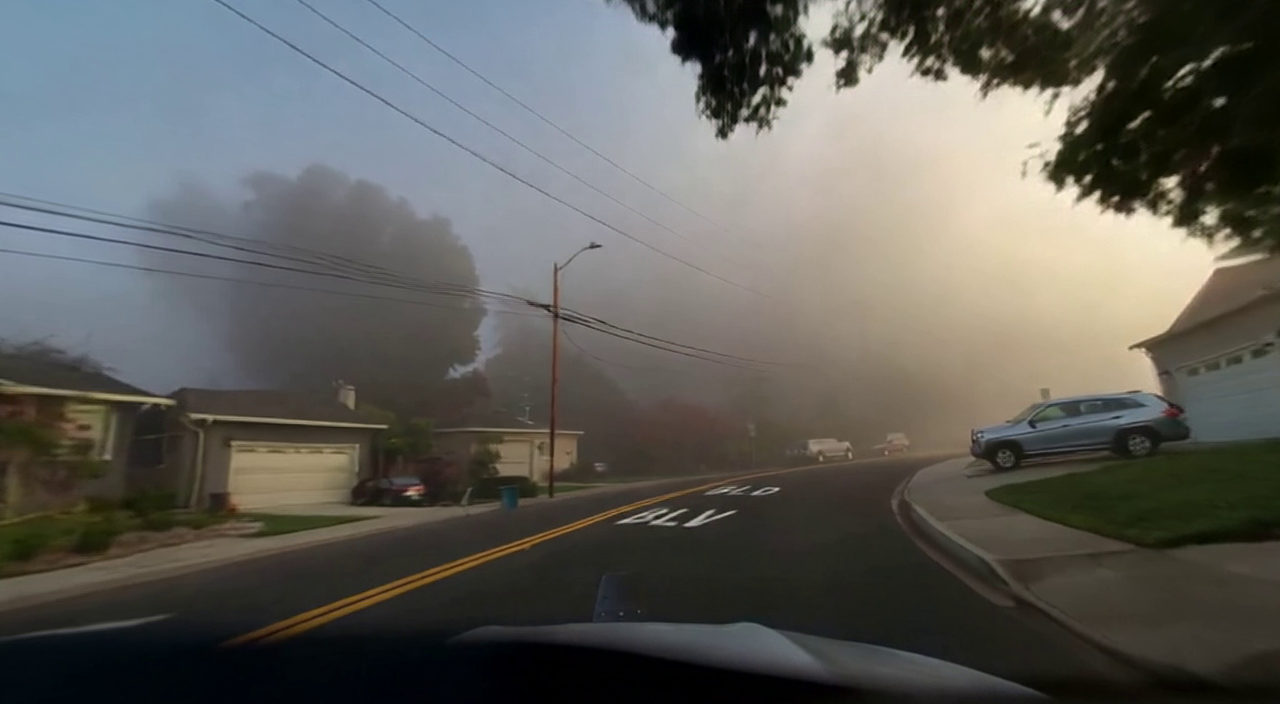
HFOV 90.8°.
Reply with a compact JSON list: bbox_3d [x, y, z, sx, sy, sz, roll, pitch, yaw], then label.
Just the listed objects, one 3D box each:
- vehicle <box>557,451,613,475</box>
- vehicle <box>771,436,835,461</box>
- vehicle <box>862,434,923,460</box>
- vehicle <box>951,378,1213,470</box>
[{"bbox_3d":[-3.791,7.526,42.993,3.697,1.489,1.842,-8,-11,44],"label":"vehicle"},{"bbox_3d":[12.349,7.339,48.196,2.155,1.802,4.758,4,-9,-25],"label":"vehicle"},{"bbox_3d":[18.069,6.834,45.178,4.463,1.726,2.056,8,-14,-40],"label":"vehicle"},{"bbox_3d":[10.797,1.896,15.998,5.011,2.014,2.056,-5,-10,29],"label":"vehicle"}]
